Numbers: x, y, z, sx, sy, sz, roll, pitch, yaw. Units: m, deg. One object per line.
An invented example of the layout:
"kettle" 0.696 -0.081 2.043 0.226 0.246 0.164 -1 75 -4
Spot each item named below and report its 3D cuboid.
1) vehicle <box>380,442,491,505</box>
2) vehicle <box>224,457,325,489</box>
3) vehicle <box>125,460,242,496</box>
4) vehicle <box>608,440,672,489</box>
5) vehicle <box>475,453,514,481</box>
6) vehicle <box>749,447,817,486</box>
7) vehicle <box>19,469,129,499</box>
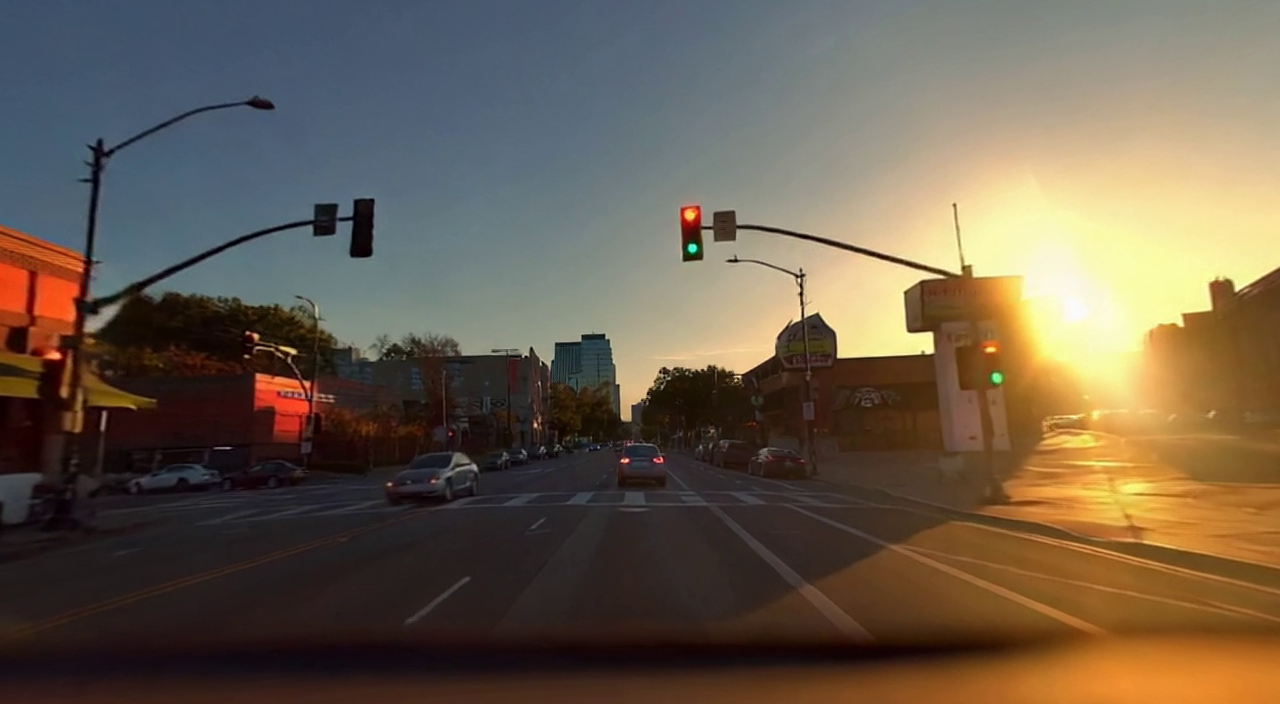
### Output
"vehicle" -5.988 3.567 19.082 1.918 1.679 4.209 0 -8 0
"vehicle" -19.852 6.637 34.453 4.212 1.641 1.935 -1 -13 2
"vehicle" -24.827 6.865 34.483 4.794 1.825 2.056 0 -8 1
"vehicle" -0.009 3.973 22.697 2.086 1.575 4.205 0 -8 0
"vehicle" -10.877 8.613 47.541 1.887 1.576 4.530 -4 -6 -1
"vehicle" 6.011 4.830 27.041 1.859 1.470 4.476 0 -8 0
"vehicle" -30.833 7.202 34.504 4.323 1.491 1.758 0 -9 2
